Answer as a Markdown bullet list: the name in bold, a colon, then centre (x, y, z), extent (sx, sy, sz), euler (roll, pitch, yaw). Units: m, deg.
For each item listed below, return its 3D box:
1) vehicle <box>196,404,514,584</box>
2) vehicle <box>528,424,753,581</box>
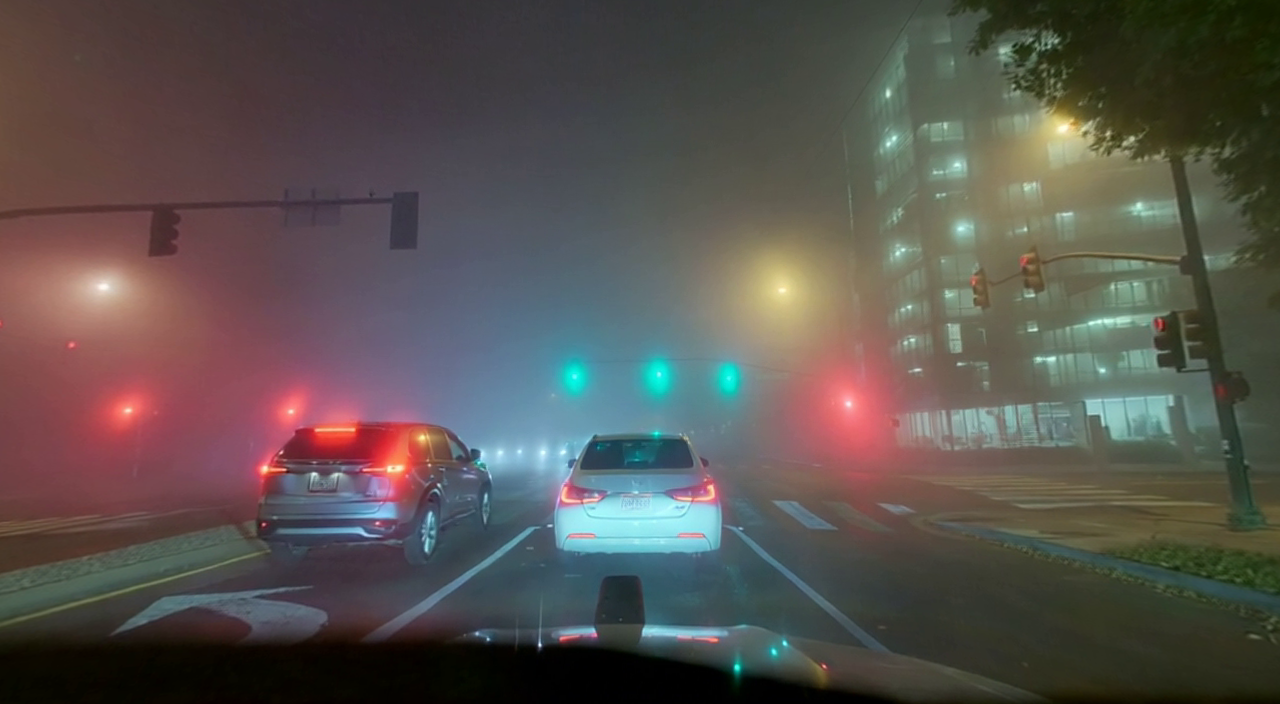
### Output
- **vehicle**: centre (-3.186, 1.688, 8.344), extent (2.081, 1.719, 4.434), euler (0, -8, 1)
- **vehicle**: centre (0.016, 1.756, 8.154), extent (2.190, 1.522, 3.850), euler (0, -8, 0)
